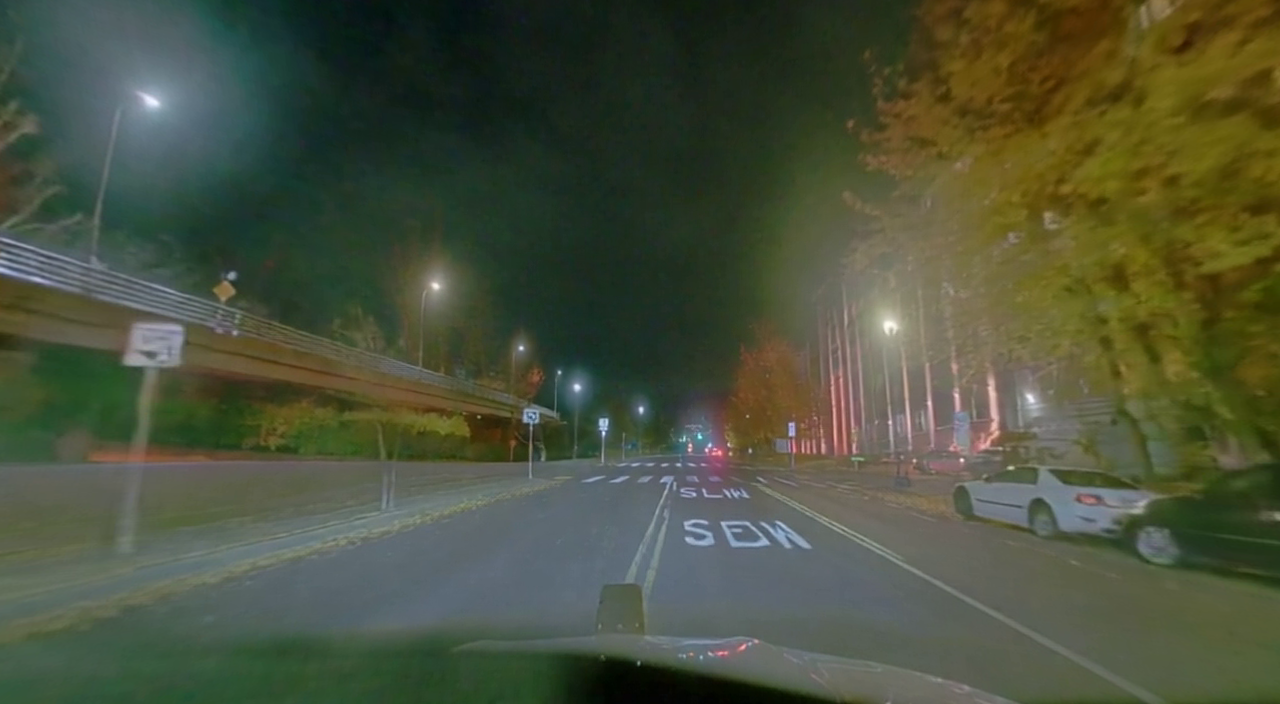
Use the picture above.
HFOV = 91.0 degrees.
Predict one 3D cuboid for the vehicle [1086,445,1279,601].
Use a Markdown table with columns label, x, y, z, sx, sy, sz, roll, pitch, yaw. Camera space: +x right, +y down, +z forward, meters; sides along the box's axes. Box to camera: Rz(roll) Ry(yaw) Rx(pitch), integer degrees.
| label | x | y | z | sx | sy | sz | roll | pitch | yaw |
| --- | --- | --- | --- | --- | --- | --- | --- | --- | --- |
| vehicle | 7.929 | 1.982 | 7.655 | 1.954 | 1.657 | 4.522 | 0 | -9 | 5 |

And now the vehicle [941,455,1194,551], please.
| label | x | y | z | sx | sy | sz | roll | pitch | yaw |
| --- | --- | --- | --- | --- | --- | --- | --- | --- | --- |
| vehicle | 8.358 | 2.946 | 13.045 | 2.067 | 1.498 | 4.771 | 0 | -9 | 3 |

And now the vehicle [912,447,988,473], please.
| label | x | y | z | sx | sy | sz | roll | pitch | yaw |
| --- | --- | --- | --- | --- | --- | --- | --- | --- | --- |
| vehicle | 21.798 | 7.580 | 44.407 | 2.066 | 1.654 | 4.269 | 6 | -10 | -35 |
